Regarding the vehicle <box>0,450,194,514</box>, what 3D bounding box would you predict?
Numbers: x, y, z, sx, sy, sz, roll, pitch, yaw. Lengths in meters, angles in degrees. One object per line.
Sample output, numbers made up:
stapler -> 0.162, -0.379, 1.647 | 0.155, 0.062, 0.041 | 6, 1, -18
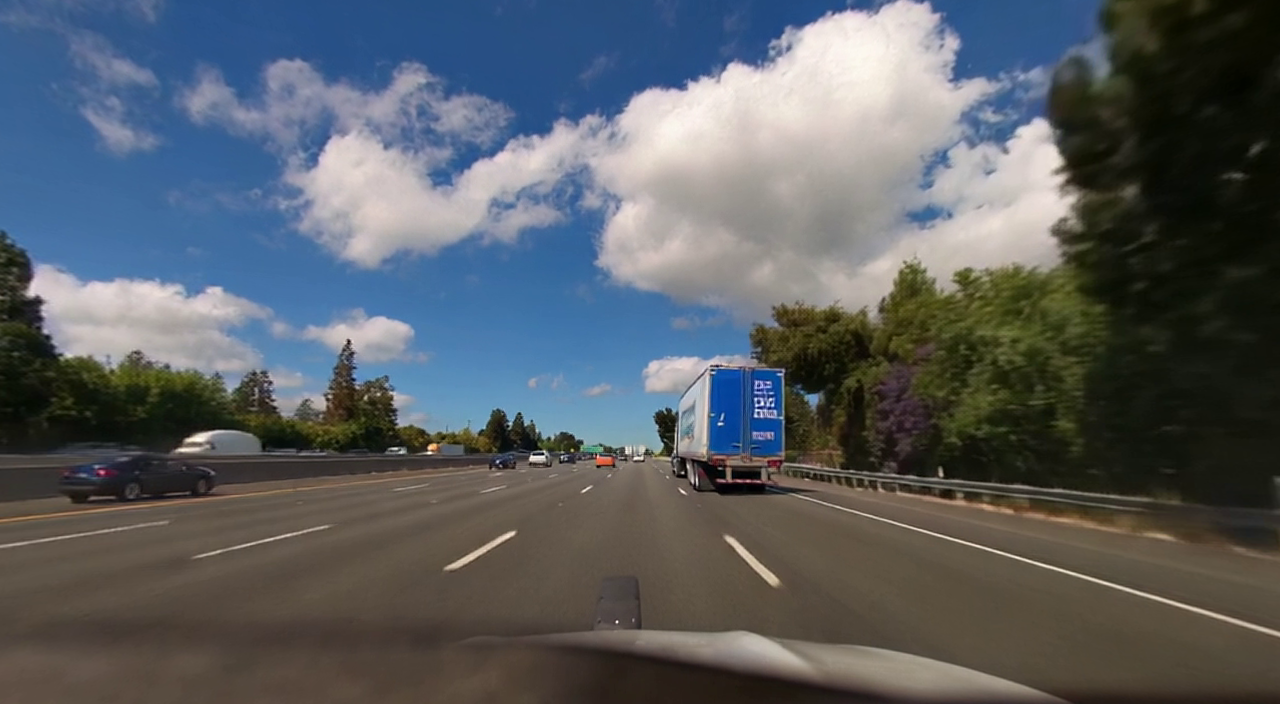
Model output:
vehicle -> -14.905, 3.412, 17.201 | 1.982, 1.471, 4.747 | 0, -9, 1

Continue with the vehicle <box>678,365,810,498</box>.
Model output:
vehicle -> 3.662, 3.655, 27.431 | 3.140, 4.100, 15.551 | 0, -9, 0
